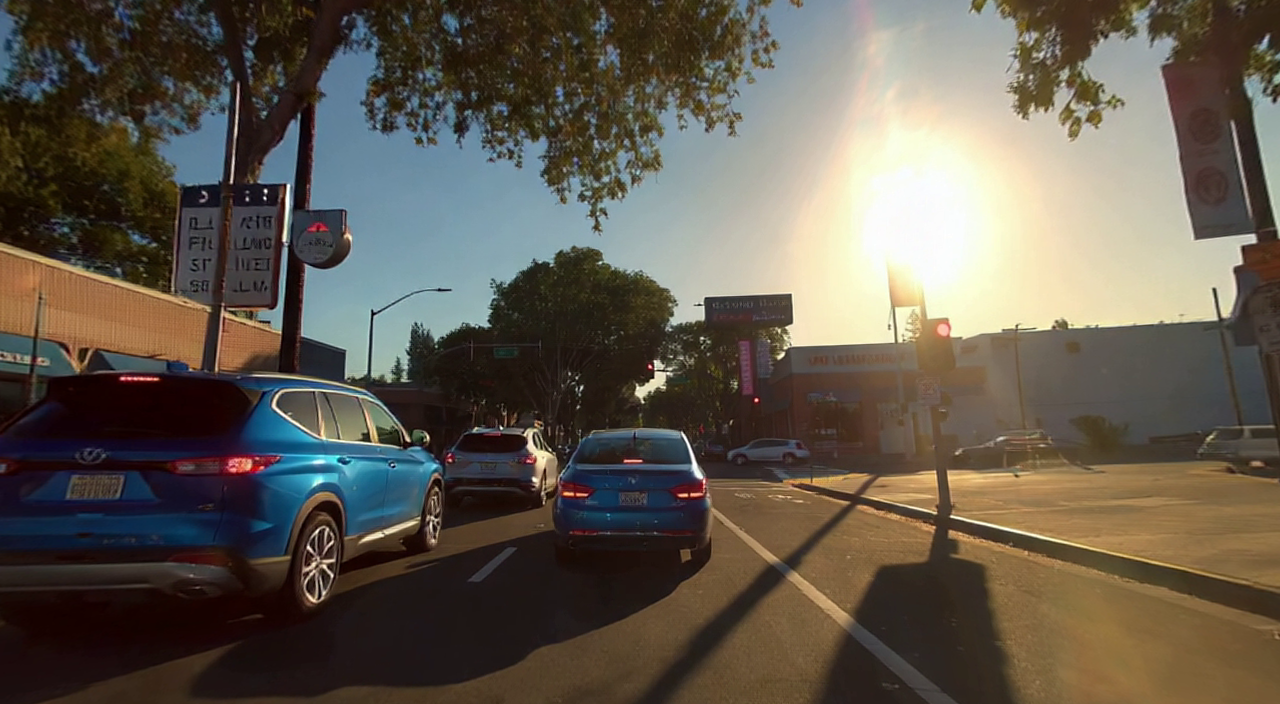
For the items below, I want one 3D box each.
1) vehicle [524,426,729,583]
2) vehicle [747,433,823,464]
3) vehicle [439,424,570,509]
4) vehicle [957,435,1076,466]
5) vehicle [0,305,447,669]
[{"bbox_3d":[-0.164,1.778,8.182,1.966,1.481,4.146,0,-8,-1],"label":"vehicle"},{"bbox_3d":[8.517,5.680,36.846,4.116,1.719,2.069,-3,-9,18],"label":"vehicle"},{"bbox_3d":[-2.927,2.595,14.599,2.047,1.664,4.148,0,-8,1],"label":"vehicle"},{"bbox_3d":[18.992,5.021,31.909,4.809,1.476,1.845,-3,-9,16],"label":"vehicle"},{"bbox_3d":[-3.814,1.132,6.236,2.152,2.118,5.066,0,-8,0],"label":"vehicle"}]
